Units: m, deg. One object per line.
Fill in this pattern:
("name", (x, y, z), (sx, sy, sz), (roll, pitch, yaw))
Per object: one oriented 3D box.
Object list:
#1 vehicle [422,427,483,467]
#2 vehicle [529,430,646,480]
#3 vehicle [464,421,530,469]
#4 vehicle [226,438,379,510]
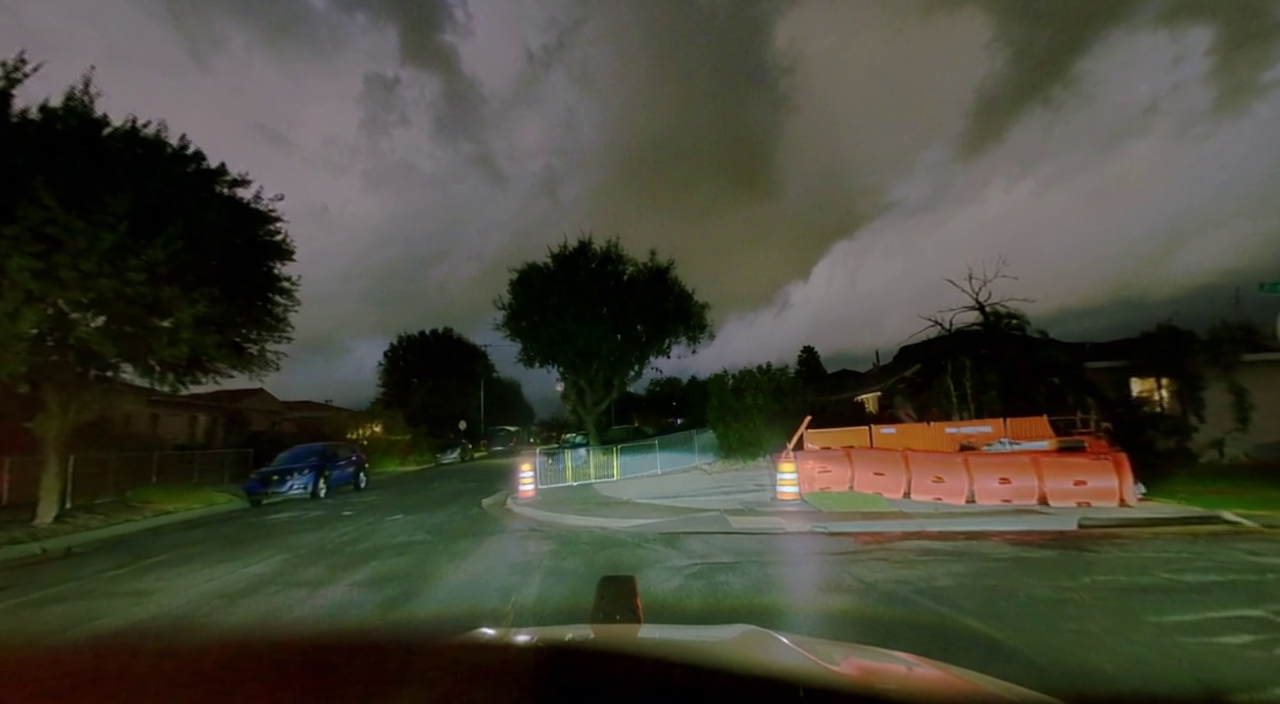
("vehicle", (-9.713, 4.938, 33.038), (2.042, 1.937, 4.960), (0, -7, -4))
("vehicle", (-1.592, 3.280, 20.515), (1.827, 1.436, 4.070), (-5, -9, 29))
("vehicle", (-6.494, 4.274, 29.220), (2.219, 1.984, 4.712), (0, -7, -4))
("vehicle", (-8.336, 2.982, 16.047), (1.899, 1.524, 4.082), (0, -7, -5))
